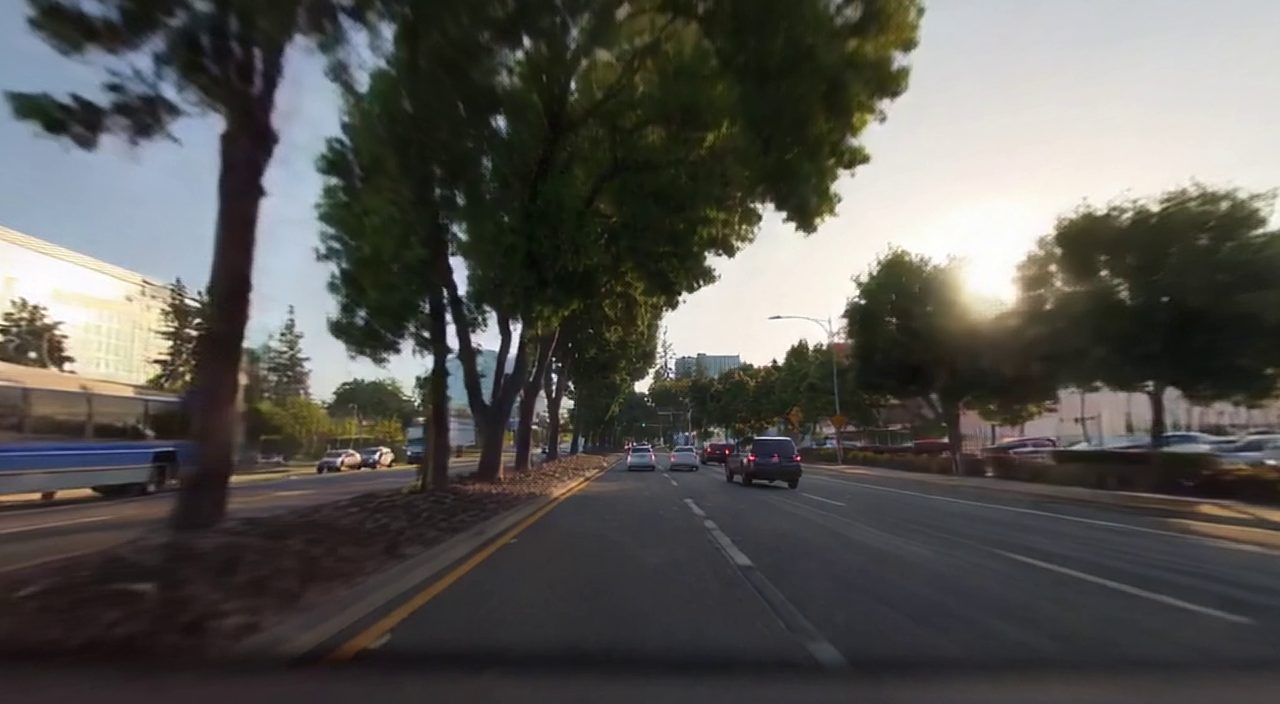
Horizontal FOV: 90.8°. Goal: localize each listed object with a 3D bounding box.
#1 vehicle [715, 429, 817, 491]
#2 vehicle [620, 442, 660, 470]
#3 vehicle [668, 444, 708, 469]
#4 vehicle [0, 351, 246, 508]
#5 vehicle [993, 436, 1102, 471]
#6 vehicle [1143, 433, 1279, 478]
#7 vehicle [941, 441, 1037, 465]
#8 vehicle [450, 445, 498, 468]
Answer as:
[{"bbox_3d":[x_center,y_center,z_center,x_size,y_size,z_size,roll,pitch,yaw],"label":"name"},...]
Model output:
[{"bbox_3d":[4.022,3.531,21.059,2.140,1.811,4.593,0,-8,-4],"label":"vehicle"},{"bbox_3d":[-0.008,5.747,34.988,2.056,1.440,3.798,0,-8,0],"label":"vehicle"},{"bbox_3d":[2.816,6.182,37.677,1.970,1.402,3.756,0,-8,-1],"label":"vehicle"},{"bbox_3d":[-18.922,2.478,19.500,3.207,4.202,16.118,-1,-9,0],"label":"vehicle"},{"bbox_3d":[20.856,5.158,32.431,4.162,1.546,2.051,-2,-7,-5],"label":"vehicle"},{"bbox_3d":[20.151,3.493,21.434,4.449,1.431,2.095,0,-8,-4],"label":"vehicle"},{"bbox_3d":[20.707,5.996,37.590,4.451,1.400,2.108,0,-8,-2],"label":"vehicle"},{"bbox_3d":[-11.622,7.341,44.650,1.971,1.481,5.500,0,-8,0],"label":"vehicle"}]
